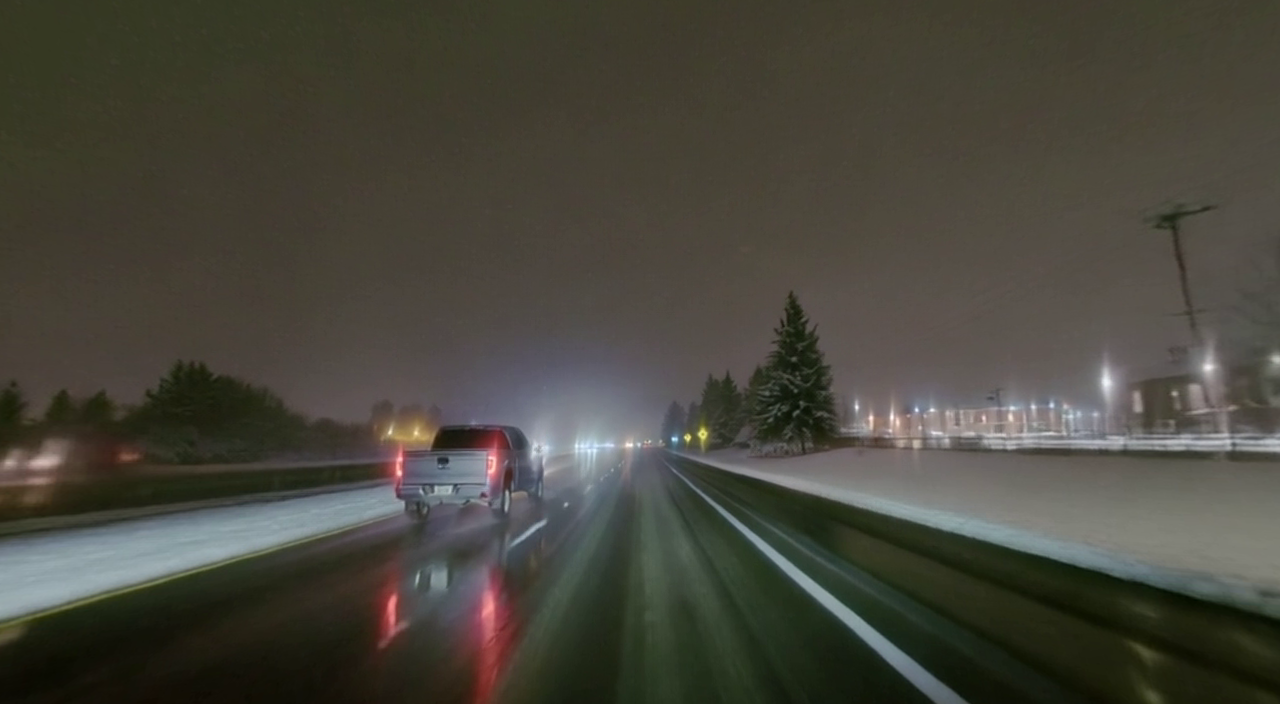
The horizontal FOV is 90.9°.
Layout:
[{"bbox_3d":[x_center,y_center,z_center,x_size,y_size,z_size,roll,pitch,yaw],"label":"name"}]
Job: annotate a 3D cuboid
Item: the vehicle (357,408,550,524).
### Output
[{"bbox_3d":[-3.567,2.349,13.539,2.350,1.932,5.562,0,-8,1],"label":"vehicle"}]
